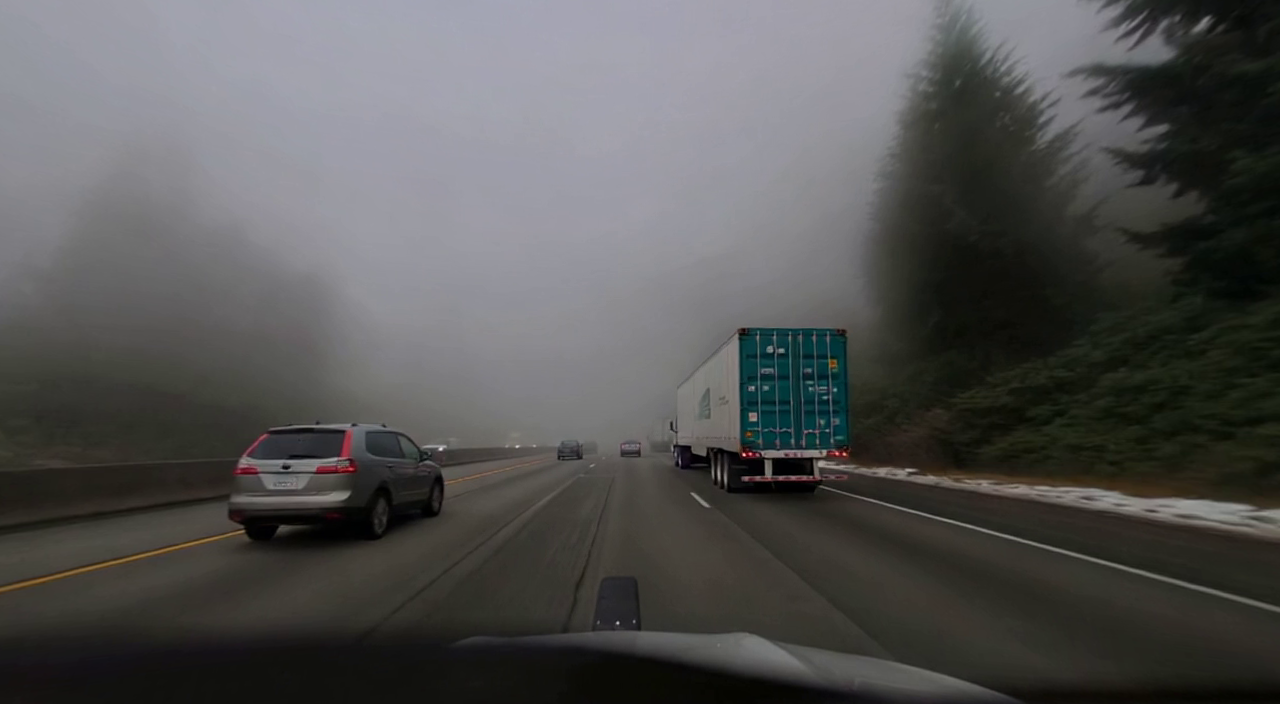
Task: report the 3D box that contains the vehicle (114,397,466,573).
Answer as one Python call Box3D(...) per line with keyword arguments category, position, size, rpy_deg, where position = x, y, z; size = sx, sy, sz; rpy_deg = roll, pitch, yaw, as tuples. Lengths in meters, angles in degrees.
Box3D(category="vehicle", position=(-3.967, 1.571, 8.283), size=(2.054, 1.671, 4.445), rpy_deg=(0, -8, 0))

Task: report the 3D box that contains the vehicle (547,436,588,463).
Box3D(category="vehicle", position=(-4.379, 5.959, 38.669), size=(2.021, 1.514, 4.190), rpy_deg=(0, -8, 0))

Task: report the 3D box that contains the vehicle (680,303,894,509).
Box3D(category="vehicle", position=(3.332, 1.996, 19.615), size=(2.959, 4.058, 14.485), rpy_deg=(0, -8, -1))

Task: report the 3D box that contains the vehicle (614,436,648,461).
Box3D(category="vehicle", position=(-0.590, 6.290, 41.216), size=(2.088, 1.567, 4.240), rpy_deg=(0, -8, -1))
